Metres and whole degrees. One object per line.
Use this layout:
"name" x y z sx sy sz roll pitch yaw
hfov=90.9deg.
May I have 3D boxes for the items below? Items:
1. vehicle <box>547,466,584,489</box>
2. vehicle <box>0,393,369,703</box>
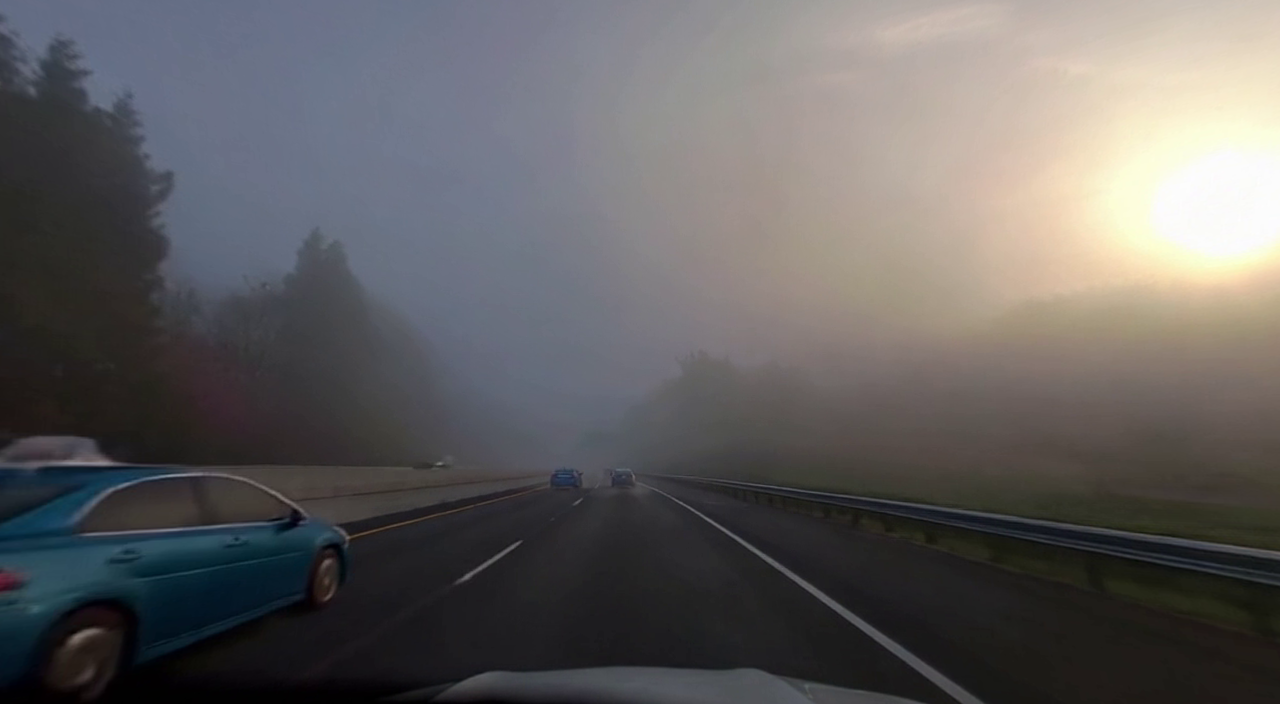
"vehicle" -5.260 8.961 45.200 2.310 1.521 4.731 1 -11 -3
"vehicle" -3.786 1.121 3.503 2.328 1.559 5.041 1 -11 0
